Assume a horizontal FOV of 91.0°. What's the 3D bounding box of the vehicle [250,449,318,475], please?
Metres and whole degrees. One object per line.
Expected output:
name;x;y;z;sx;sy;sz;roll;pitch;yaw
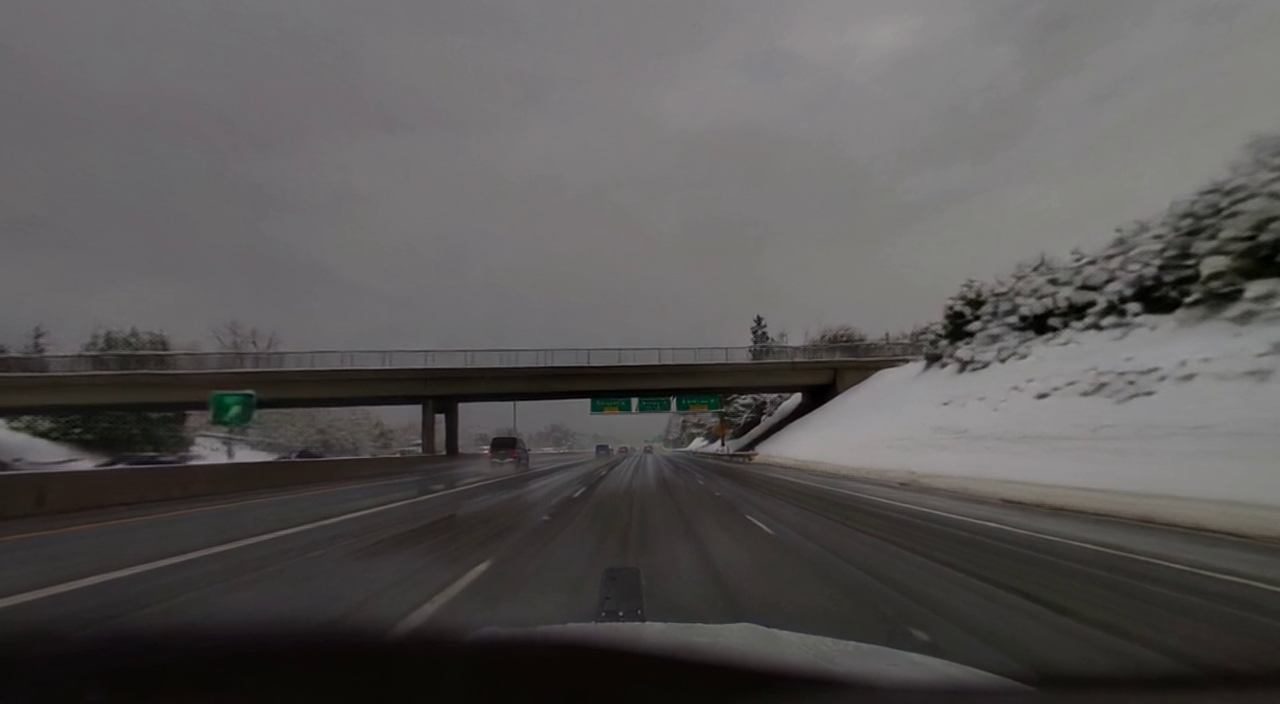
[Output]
vehicle;-26.485;8.170;47.029;2.081;1.748;5.102;0;-9;0

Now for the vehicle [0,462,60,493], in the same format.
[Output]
vehicle;-34.369;6.749;33.868;1.827;1.514;4.681;0;-9;0

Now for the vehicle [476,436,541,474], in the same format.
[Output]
vehicle;-7.272;5.749;35.422;2.341;1.959;5.684;0;-9;1

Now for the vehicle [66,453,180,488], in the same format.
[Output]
vehicle;-26.954;6.155;33.091;2.001;1.610;4.667;0;-9;0
